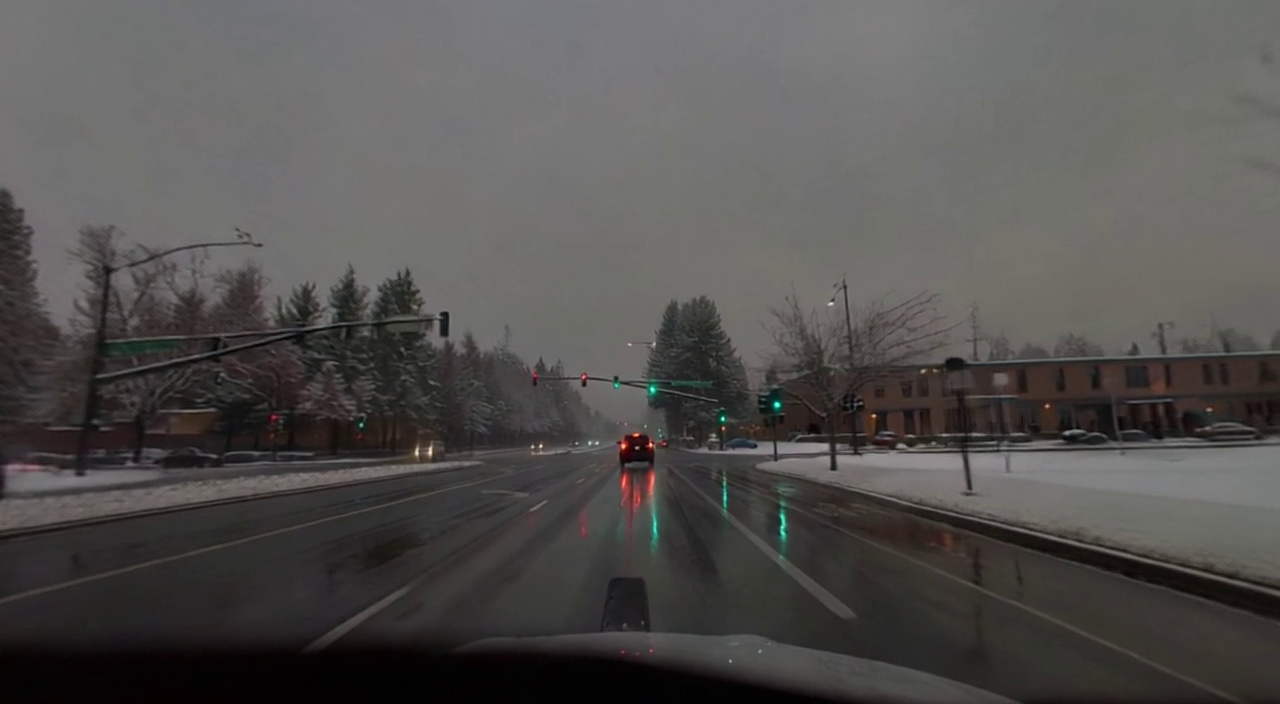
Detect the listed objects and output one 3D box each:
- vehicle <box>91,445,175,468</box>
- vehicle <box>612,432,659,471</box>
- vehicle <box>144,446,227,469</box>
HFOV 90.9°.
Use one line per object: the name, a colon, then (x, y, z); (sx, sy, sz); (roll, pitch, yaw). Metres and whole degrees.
vehicle: (-39.197, 8.075, 48.791); (4.713, 1.693, 2.018); (0, -8, 2)
vehicle: (-0.220, 4.842, 30.910); (2.169, 1.751, 4.276); (0, -8, 0)
vehicle: (-31.931, 7.390, 44.330); (4.504, 1.524, 2.226); (-2, -9, 14)
